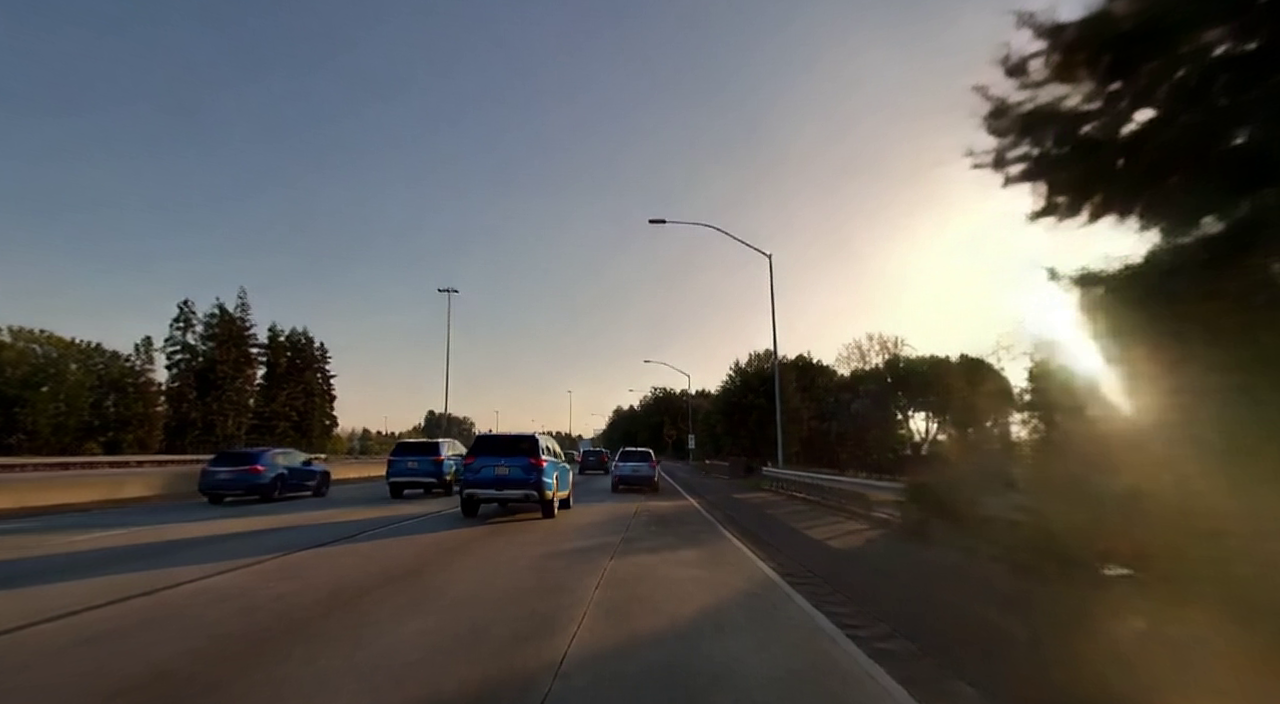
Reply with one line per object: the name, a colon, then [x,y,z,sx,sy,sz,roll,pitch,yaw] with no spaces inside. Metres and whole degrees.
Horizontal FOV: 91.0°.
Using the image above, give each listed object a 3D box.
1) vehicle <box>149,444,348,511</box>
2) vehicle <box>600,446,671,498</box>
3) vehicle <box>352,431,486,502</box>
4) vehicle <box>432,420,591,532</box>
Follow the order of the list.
vehicle: [-9.872,3.172,16.457,2.126,1.480,4.589,0,-9,2]
vehicle: [-0.112,3.797,20.370,2.068,1.488,4.045,0,-9,1]
vehicle: [-6.350,3.352,18.813,2.162,1.823,4.566,0,-9,2]
vehicle: [-2.264,2.347,12.413,2.123,1.798,4.108,0,-9,2]
